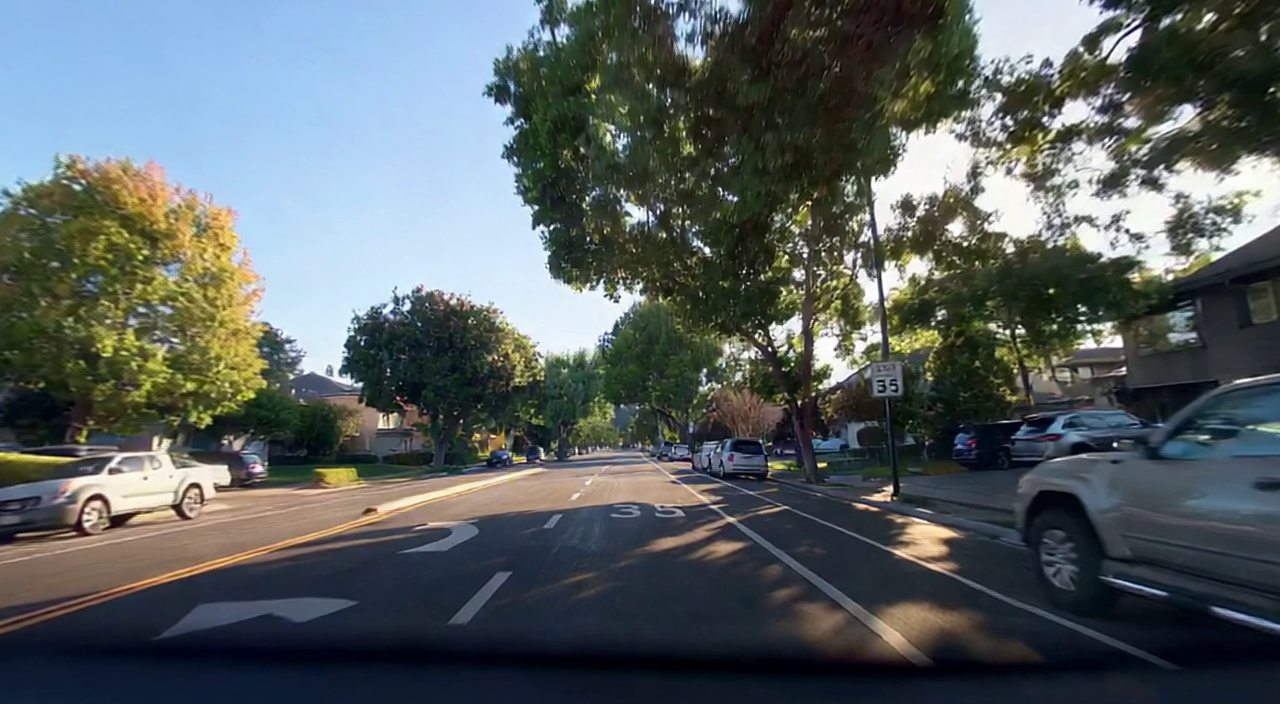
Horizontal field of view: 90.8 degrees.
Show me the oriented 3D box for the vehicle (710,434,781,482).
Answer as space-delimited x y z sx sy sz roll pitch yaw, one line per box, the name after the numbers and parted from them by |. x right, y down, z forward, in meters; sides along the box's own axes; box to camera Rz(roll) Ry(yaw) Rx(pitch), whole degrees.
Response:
4.070 4.176 25.088 1.915 1.715 4.451 0 -9 -2 | vehicle

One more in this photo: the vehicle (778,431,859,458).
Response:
12.100 6.309 43.056 4.912 1.734 2.006 0 -9 -1 | vehicle

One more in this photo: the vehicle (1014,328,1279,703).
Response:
4.399 0.755 2.607 2.268 1.918 5.661 0 -8 0 | vehicle

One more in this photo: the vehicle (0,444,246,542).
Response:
-10.924 2.839 13.563 1.994 1.698 4.762 0 -9 -2 | vehicle
